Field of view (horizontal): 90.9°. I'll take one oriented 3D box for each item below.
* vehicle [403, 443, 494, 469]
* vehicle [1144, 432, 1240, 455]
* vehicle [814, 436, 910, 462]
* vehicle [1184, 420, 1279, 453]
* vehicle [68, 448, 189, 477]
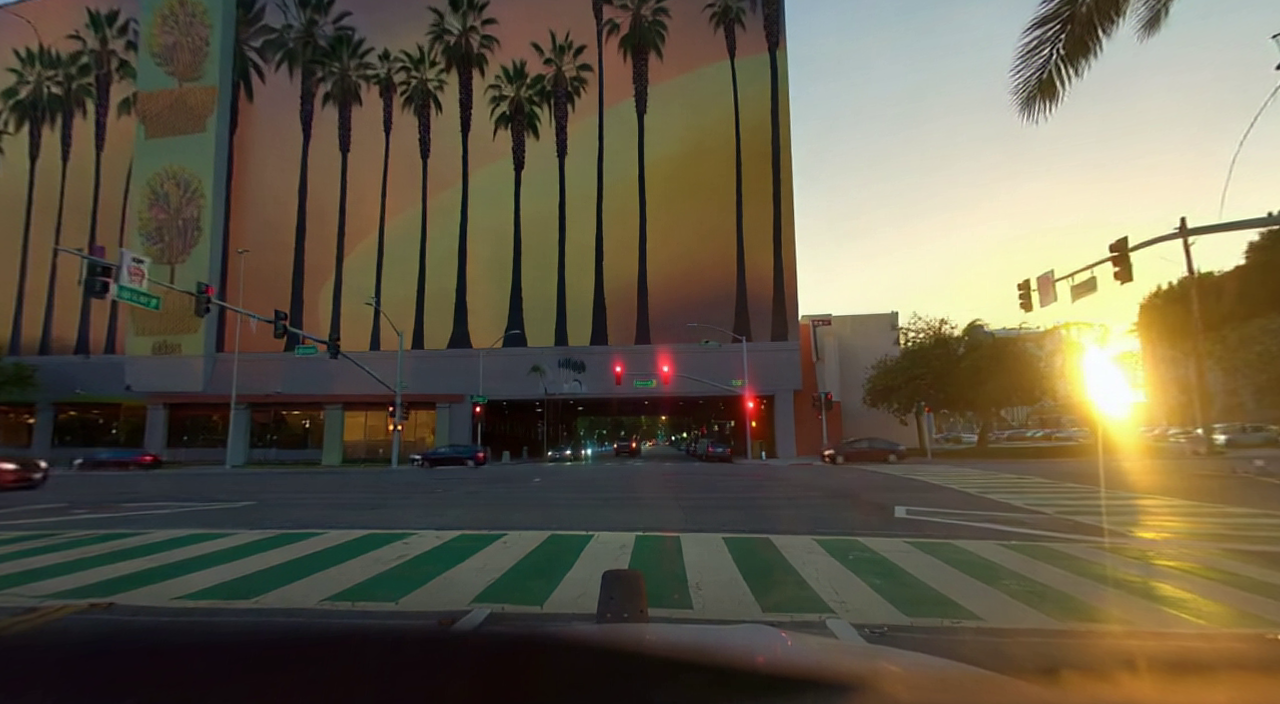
[{"bbox_3d":[-11.264,6.141,37.299,4.784,1.465,1.798,0,-8,1],"label":"vehicle"},{"bbox_3d":[36.066,6.023,41.243,4.606,1.449,1.687,0,-8,1],"label":"vehicle"},{"bbox_3d":[12.890,5.656,36.716,4.893,1.458,1.791,0,-8,0],"label":"vehicle"},{"bbox_3d":[35.516,4.940,36.758,5.477,1.880,2.125,0,-8,1],"label":"vehicle"},{"bbox_3d":[-27.159,5.855,33.578,4.875,1.461,1.777,0,-8,1],"label":"vehicle"}]
